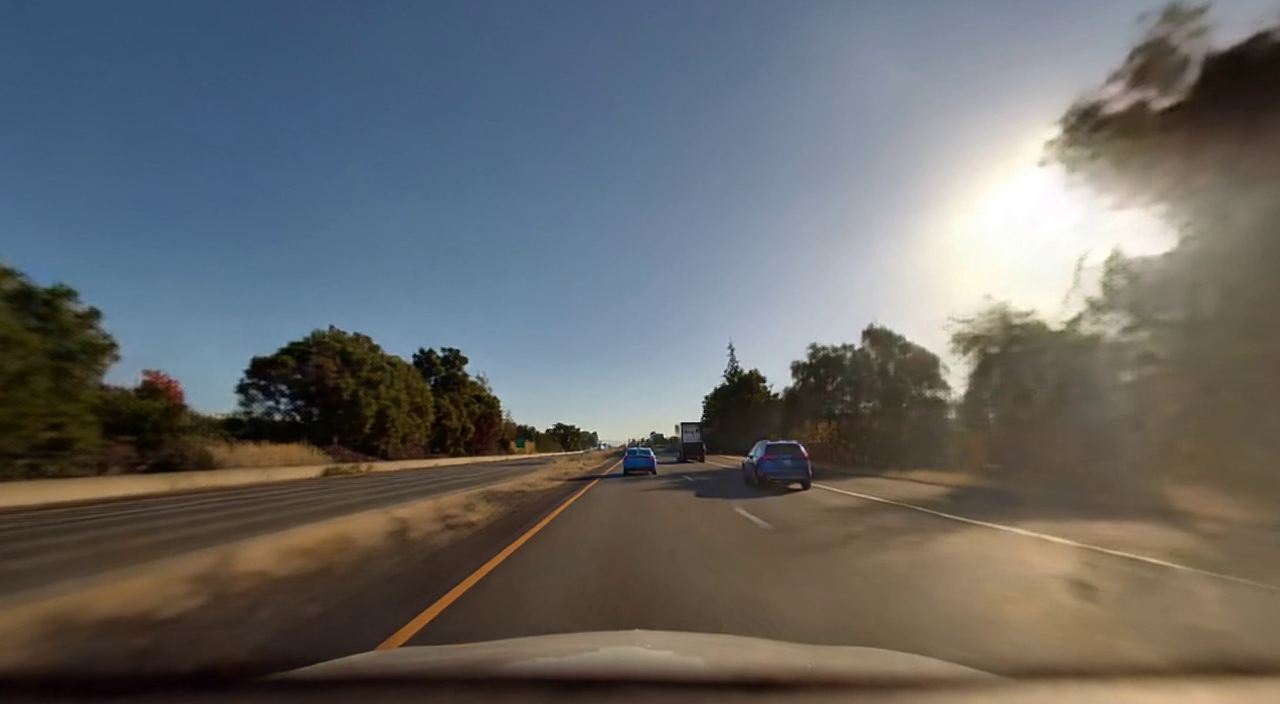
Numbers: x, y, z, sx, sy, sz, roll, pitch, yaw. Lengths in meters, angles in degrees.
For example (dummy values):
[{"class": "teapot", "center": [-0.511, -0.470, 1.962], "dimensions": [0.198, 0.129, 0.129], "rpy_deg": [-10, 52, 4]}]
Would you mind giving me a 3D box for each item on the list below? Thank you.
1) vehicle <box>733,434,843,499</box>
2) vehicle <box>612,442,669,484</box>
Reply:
[{"class": "vehicle", "center": [3.905, 3.103, 17.328], "dimensions": [1.953, 1.540, 4.101], "rpy_deg": [0, -9, -1]}, {"class": "vehicle", "center": [-0.004, 4.383, 25.013], "dimensions": [2.066, 1.490, 3.759], "rpy_deg": [-1, -9, 0]}]
